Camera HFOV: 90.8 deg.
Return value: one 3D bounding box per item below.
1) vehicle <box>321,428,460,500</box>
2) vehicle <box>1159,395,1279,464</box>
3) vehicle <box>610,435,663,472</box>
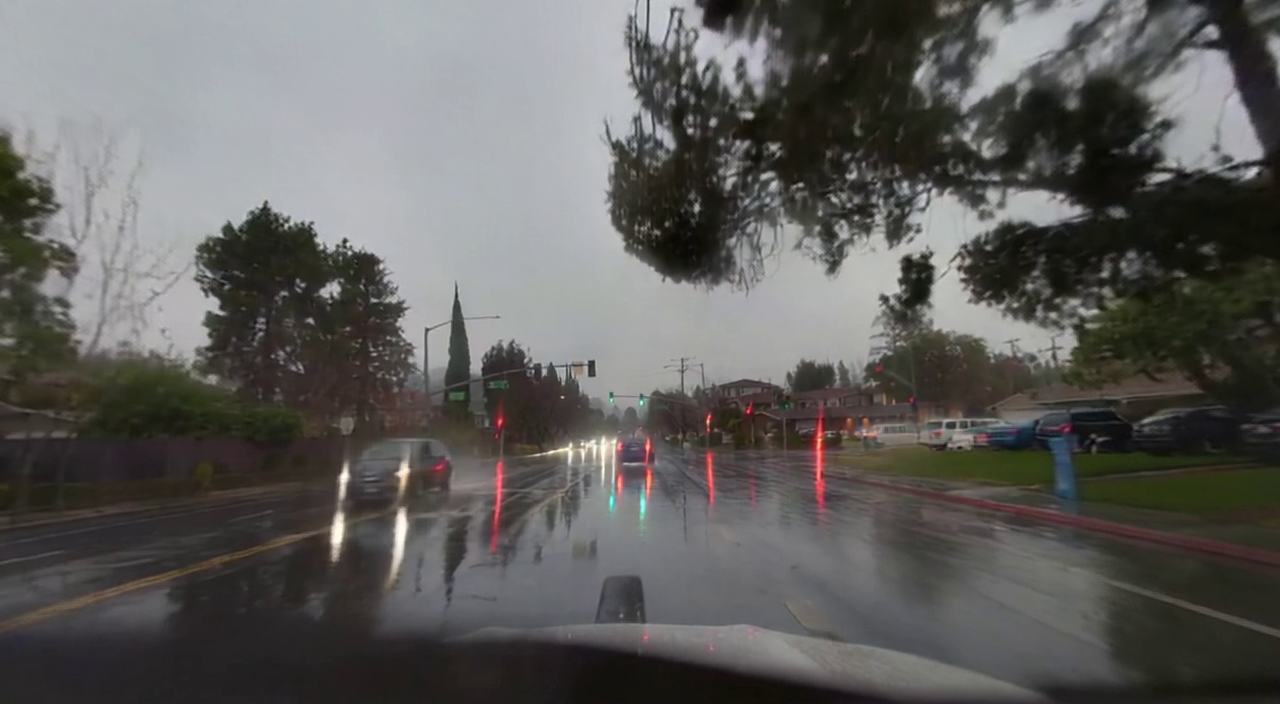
[{"bbox_3d":[-6.805,3.111,17.844,2.117,1.756,4.375,0,-9,0],"label":"vehicle"},{"bbox_3d":[16.622,2.035,16.468,4.352,1.670,1.974,0,-9,1],"label":"vehicle"},{"bbox_3d":[-0.127,4.311,26.943,2.104,1.462,3.991,0,-9,1],"label":"vehicle"}]
